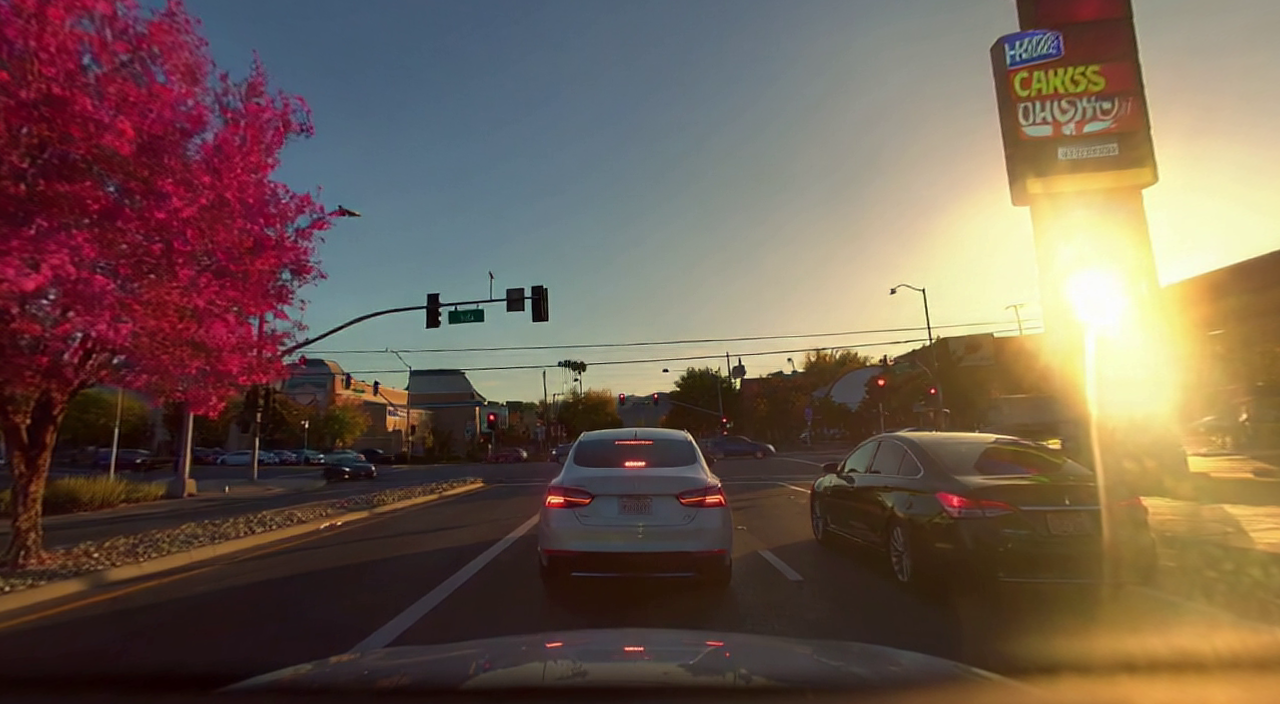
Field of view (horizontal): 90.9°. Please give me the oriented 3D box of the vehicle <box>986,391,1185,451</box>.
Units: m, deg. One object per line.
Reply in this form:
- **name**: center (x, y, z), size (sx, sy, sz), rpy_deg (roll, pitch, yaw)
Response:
- **vehicle**: center (30.069, 4.736, 42.928), size (10.890, 3.868, 3.021), rpy_deg (-1, -8, 2)

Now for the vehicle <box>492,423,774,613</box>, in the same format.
- **vehicle**: center (-0.074, 1.608, 7.060), size (2.213, 1.482, 4.057), rpy_deg (0, -8, -1)

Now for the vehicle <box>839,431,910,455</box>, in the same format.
- **vehicle**: center (18.183, 7.084, 49.010), size (4.656, 1.605, 1.942), rpy_deg (-3, -8, 4)

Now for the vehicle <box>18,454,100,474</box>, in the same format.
- **vehicle**: center (-42.815, 8.255, 46.478), size (4.511, 1.407, 1.764), rpy_deg (-1, -8, 4)

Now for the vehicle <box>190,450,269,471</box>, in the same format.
- **vehicle**: center (-29.463, 7.759, 45.280), size (4.466, 1.438, 1.837), rpy_deg (-1, -8, 5)

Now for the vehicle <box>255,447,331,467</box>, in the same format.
- **vehicle**: center (-26.798, 8.126, 48.766), size (4.806, 1.472, 1.886), rpy_deg (-1, -8, 5)

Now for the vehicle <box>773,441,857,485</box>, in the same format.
- **vehicle**: center (6.521, 4.161, 23.996), size (1.942, 1.511, 4.390), rpy_deg (0, -8, 0)

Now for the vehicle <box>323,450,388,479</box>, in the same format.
- **vehicle**: center (-15.797, 6.179, 34.857), size (1.944, 1.465, 4.609), rpy_deg (7, -11, -40)

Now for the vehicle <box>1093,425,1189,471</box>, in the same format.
- **vehicle**: center (18.559, 3.528, 23.273), size (4.300, 1.495, 2.053), rpy_deg (8, -12, -43)
